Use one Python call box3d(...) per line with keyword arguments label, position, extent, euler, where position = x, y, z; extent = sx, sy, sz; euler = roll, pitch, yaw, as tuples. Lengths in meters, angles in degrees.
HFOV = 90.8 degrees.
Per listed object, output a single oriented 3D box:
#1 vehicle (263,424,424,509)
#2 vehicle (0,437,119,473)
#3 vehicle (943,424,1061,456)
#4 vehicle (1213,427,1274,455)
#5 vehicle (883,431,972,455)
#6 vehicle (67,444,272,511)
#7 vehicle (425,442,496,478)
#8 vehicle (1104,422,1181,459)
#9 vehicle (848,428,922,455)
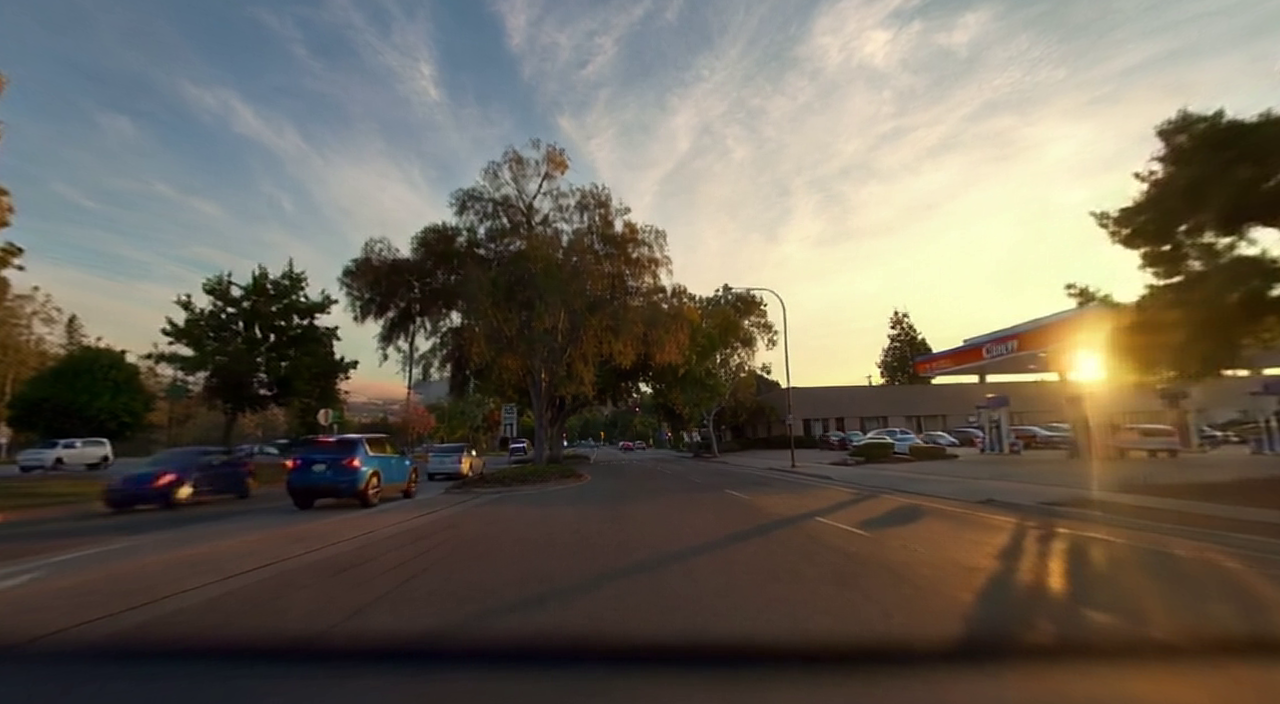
box3d(label="vehicle", position=(-7.001, 2.740, 15.575), extent=(1.987, 1.747, 4.545), euler=(0, -9, -4))
box3d(label="vehicle", position=(-28.872, 5.048, 31.200), extent=(4.390, 1.665, 1.934), euler=(4, -10, -27))
box3d(label="vehicle", position=(19.004, 4.665, 33.370), extent=(4.868, 1.610, 2.223), euler=(0, -9, -2))
box3d(label="vehicle", position=(32.638, 4.833, 34.246), extent=(1.894, 1.434, 4.308), euler=(-7, -11, 38))
box3d(label="vehicle", position=(18.658, 5.941, 41.156), extent=(4.800, 1.459, 2.051), euler=(1, -9, -5))
box3d(label="vehicle", position=(-11.791, 3.129, 16.334), extent=(1.950, 1.471, 4.557), euler=(0, -9, -3))
box3d(label="vehicle", position=(-7.841, 4.733, 28.012), extent=(1.982, 1.465, 4.376), euler=(0, -9, -2))
box3d(label="vehicle", position=(21.445, 3.800, 26.889), extent=(4.557, 1.434, 1.916), euler=(8, -12, -44))
box3d(label="vehicle", position=(17.754, 6.485, 45.921), extent=(4.422, 1.586, 1.990), euler=(-4, -6, -2))
